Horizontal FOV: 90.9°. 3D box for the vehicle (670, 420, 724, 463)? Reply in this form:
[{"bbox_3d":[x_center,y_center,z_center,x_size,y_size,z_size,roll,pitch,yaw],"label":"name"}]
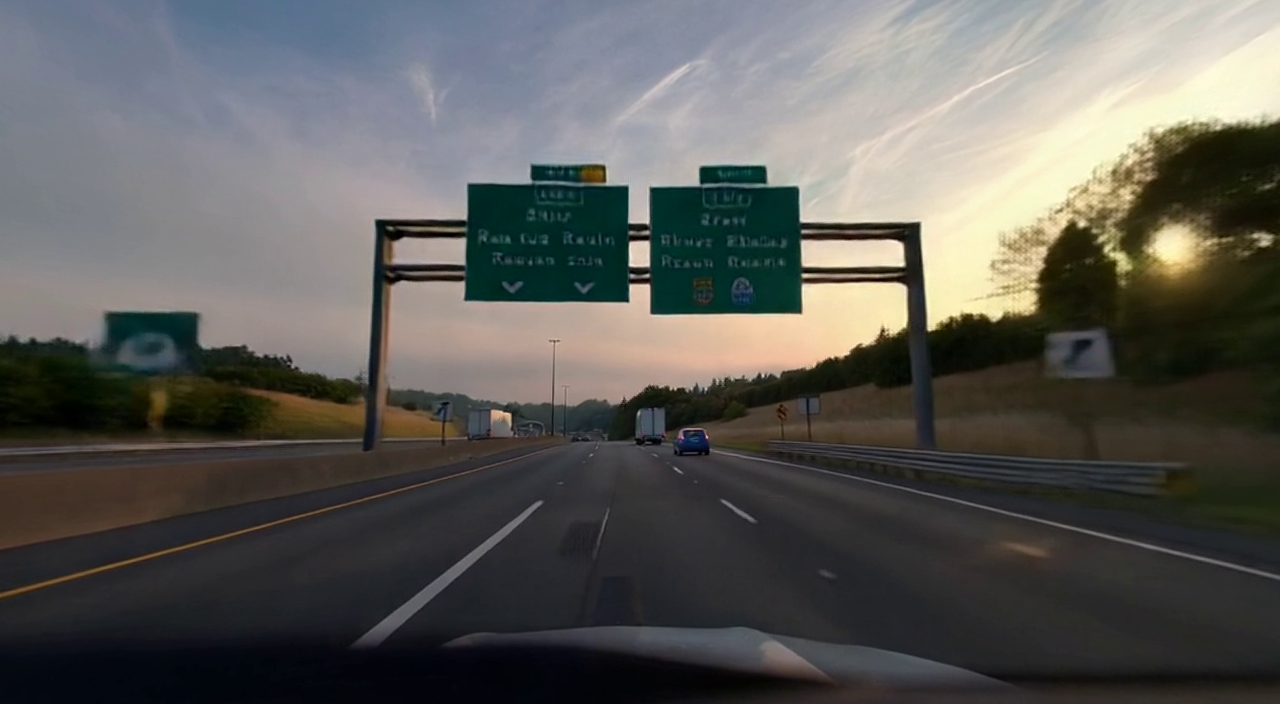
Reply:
[{"bbox_3d":[2.645,4.289,30.438,2.076,1.914,4.287,0,-8,-2],"label":"vehicle"}]
